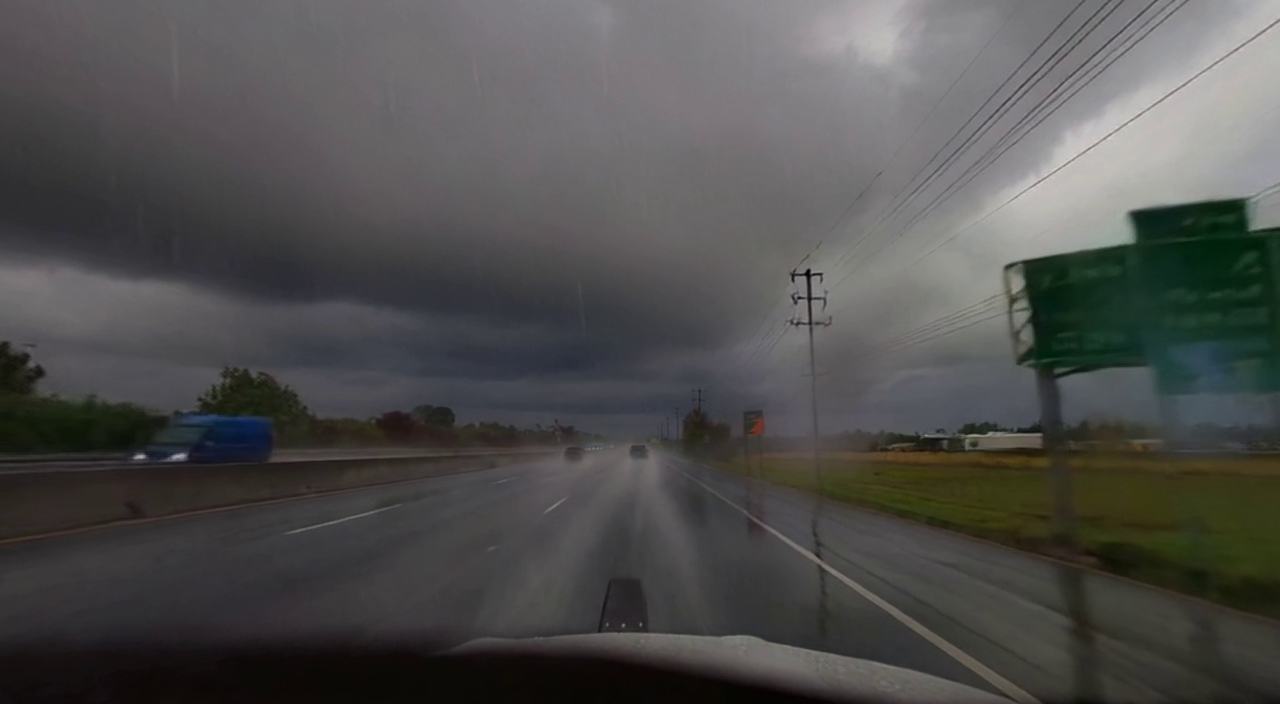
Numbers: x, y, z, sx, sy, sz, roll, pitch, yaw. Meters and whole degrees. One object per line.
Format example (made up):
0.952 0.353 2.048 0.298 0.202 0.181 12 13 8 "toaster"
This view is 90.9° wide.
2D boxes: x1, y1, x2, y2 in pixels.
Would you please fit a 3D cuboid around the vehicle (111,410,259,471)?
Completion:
-18.921 3.768 26.658 2.217 2.296 5.314 0 -9 0 "vehicle"
